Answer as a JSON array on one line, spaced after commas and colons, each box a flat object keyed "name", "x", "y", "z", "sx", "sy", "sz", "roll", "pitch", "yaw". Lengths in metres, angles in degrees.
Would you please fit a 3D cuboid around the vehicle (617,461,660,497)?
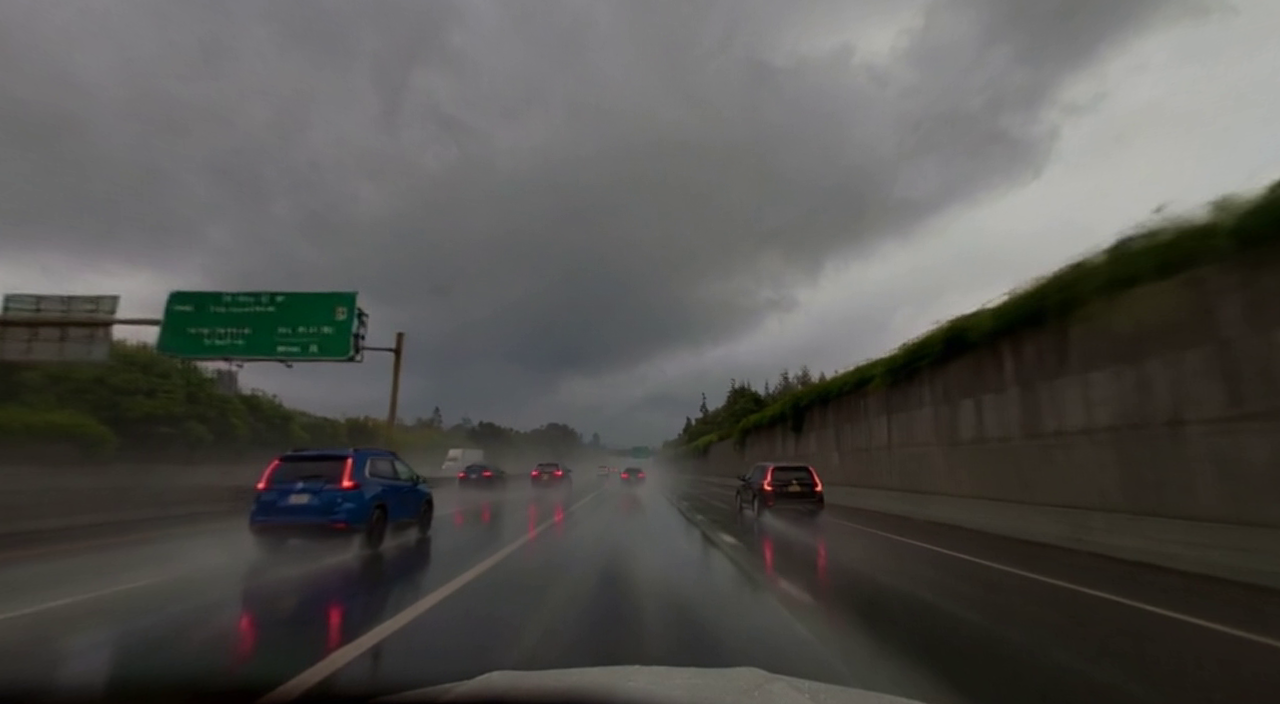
[{"name": "vehicle", "x": -0.066, "y": 6.321, "z": 31.488, "sx": 1.992, "sy": 1.601, "sz": 3.762, "roll": 1, "pitch": -11, "yaw": 0}]

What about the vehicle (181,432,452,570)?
[{"name": "vehicle", "x": -4.765, "y": 2.304, "z": 10.268, "sx": 2.069, "sy": 1.699, "sz": 4.452, "roll": 1, "pitch": -11, "yaw": -1}]

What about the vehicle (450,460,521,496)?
[{"name": "vehicle", "x": -7.319, "y": 6.038, "z": 30.307, "sx": 2.142, "sy": 1.545, "sz": 4.708, "roll": 1, "pitch": -11, "yaw": 1}]

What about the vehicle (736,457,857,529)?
[{"name": "vehicle", "x": 3.830, "y": 3.550, "z": 16.204, "sx": 1.992, "sy": 1.557, "sz": 4.017, "roll": 1, "pitch": -11, "yaw": -1}]

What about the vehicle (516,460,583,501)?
[{"name": "vehicle", "x": -3.704, "y": 5.407, "z": 26.741, "sx": 2.102, "sy": 1.521, "sz": 4.687, "roll": 1, "pitch": -11, "yaw": 1}]
